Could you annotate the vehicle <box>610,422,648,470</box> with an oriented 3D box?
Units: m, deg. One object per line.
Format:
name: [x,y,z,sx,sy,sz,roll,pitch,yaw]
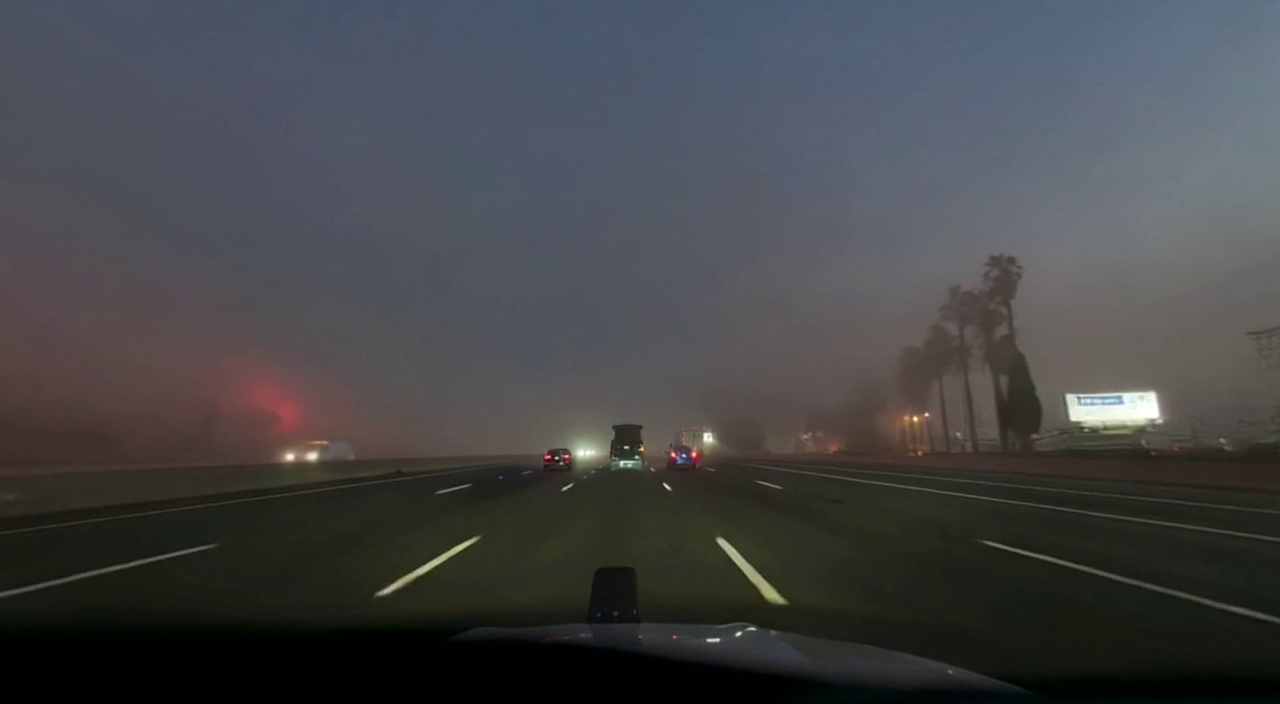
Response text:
vehicle: [-0.758,6.325,42.345,2.364,2.953,6.495,0,-9,-1]

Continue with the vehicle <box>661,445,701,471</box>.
vehicle: [2.644,6.958,41.809,2.175,1.598,4.584,0,-9,-2]

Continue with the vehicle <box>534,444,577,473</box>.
vehicle: [-5.069,6.431,38.322,2.021,1.598,4.887,0,-9,-1]
